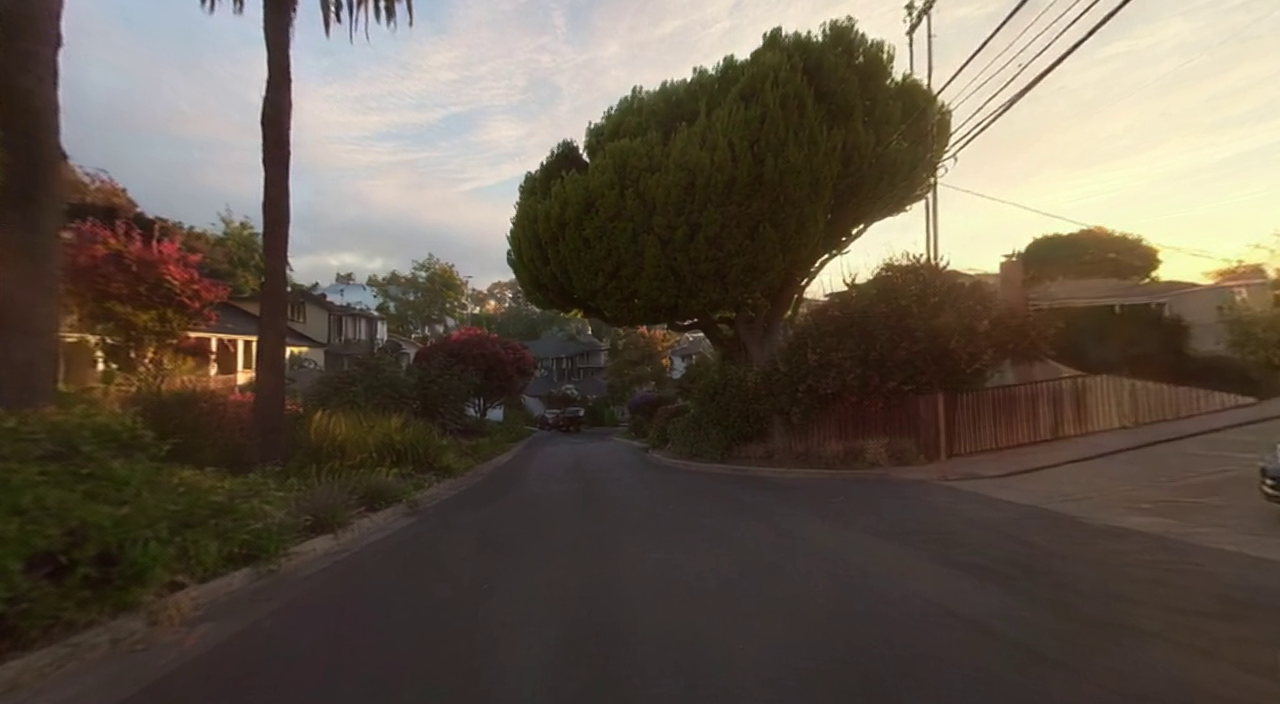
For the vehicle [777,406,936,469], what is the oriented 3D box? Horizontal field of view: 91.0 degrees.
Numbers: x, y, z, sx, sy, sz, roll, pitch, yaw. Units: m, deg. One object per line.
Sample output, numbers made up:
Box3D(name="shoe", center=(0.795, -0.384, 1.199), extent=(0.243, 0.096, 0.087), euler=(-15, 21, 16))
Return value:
Box3D(name="vehicle", center=(8.129, 3.250, 23.543), extent=(5.663, 1.913, 2.170), euler=(7, -10, -24))
